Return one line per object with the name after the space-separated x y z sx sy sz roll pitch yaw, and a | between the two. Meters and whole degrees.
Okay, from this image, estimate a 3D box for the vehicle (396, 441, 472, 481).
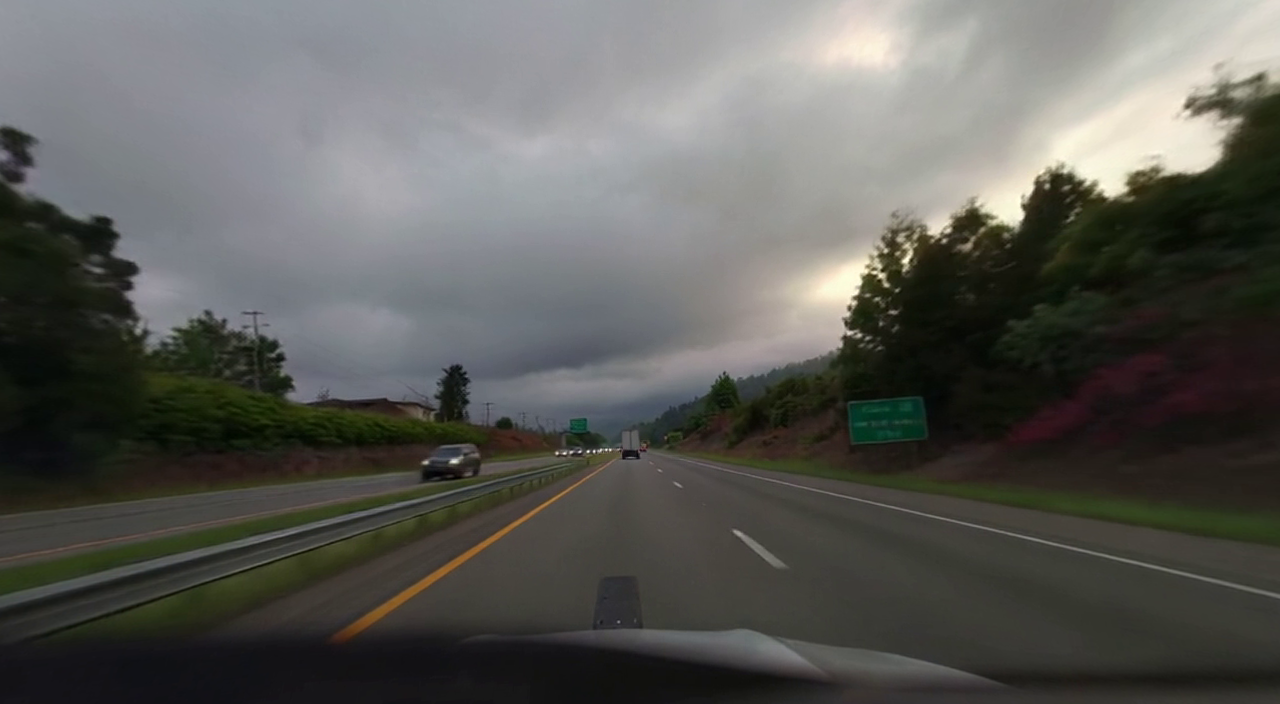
-9.767 5.220 30.211 2.070 1.744 4.784 0 -9 0 | vehicle
